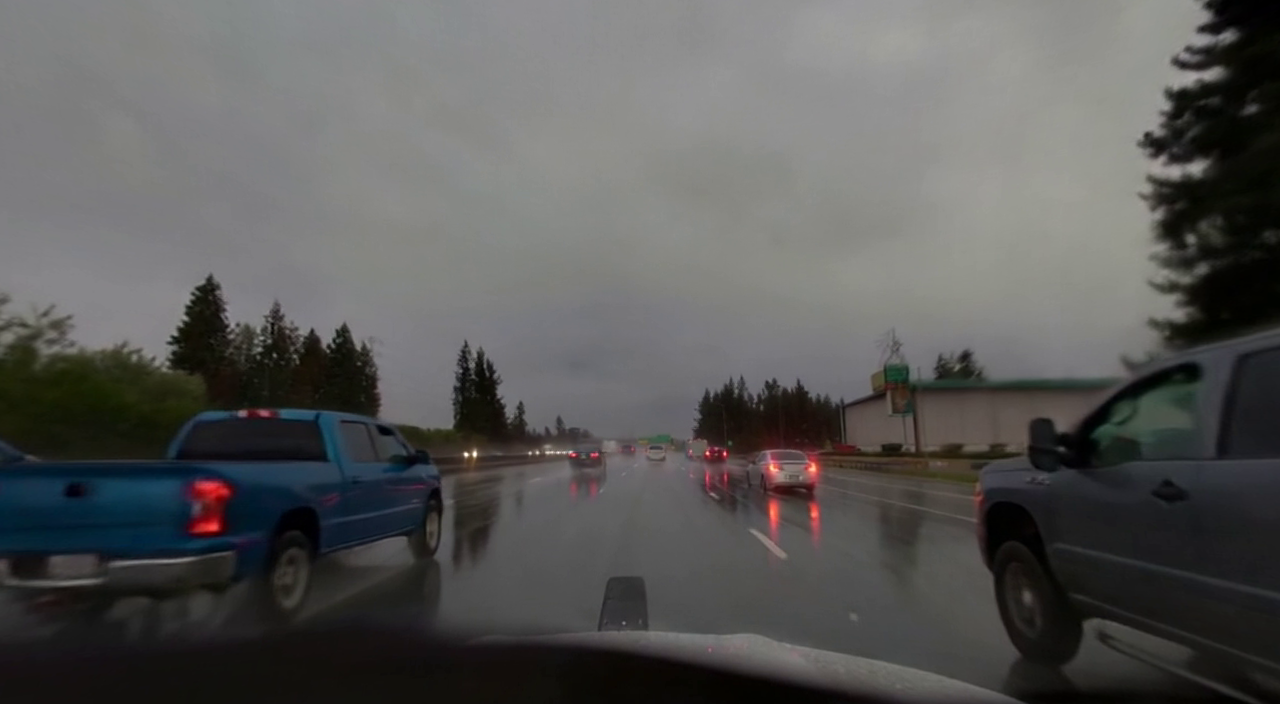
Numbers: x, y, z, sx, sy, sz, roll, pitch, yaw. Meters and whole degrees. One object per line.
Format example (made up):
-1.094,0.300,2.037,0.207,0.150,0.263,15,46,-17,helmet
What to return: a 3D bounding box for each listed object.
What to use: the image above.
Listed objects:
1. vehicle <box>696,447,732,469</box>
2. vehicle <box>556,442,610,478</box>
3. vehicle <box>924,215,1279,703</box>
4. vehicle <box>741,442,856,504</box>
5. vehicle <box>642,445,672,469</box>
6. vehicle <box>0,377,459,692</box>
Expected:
5.201,7.529,44.896,2.072,1.456,4.537,0,-8,1,vehicle
-2.878,5.587,32.949,2.209,1.714,4.576,-1,-8,2,vehicle
3.648,0.508,1.537,3.024,2.092,6.797,-1,-8,3,vehicle
4.289,3.327,17.888,2.111,1.498,4.466,0,-8,0,vehicle
1.214,7.674,46.322,2.080,1.682,4.150,0,-8,1,vehicle
-3.543,1.368,5.959,2.146,1.775,4.553,0,-8,2,vehicle
